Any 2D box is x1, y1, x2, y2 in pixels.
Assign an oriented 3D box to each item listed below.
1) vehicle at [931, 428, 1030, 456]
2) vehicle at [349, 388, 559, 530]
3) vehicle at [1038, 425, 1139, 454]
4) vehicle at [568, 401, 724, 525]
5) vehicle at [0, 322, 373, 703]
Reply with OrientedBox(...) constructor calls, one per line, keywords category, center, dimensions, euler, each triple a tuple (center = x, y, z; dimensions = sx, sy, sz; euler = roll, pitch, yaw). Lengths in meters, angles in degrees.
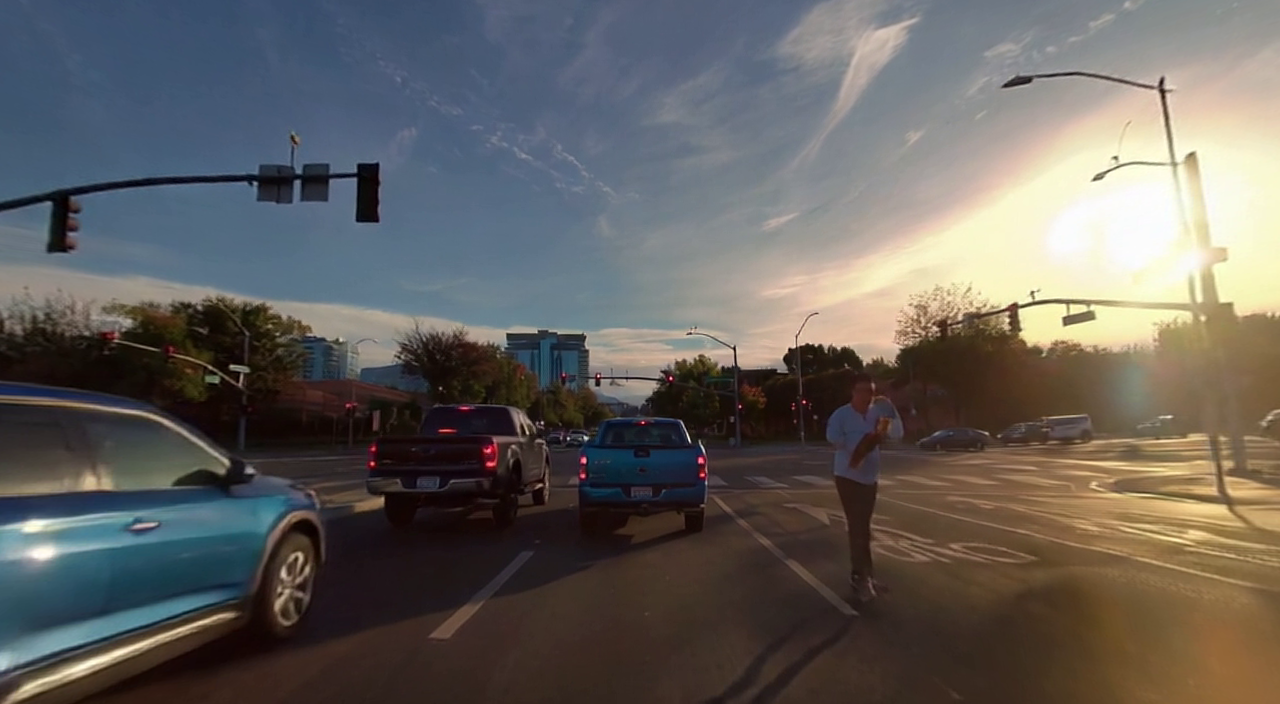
OrientedBox(category="vehicle", center=(19.560, 5.193, 36.207), dimensions=(4.624, 1.601, 1.871), euler=(0, -8, -3))
OrientedBox(category="vehicle", center=(-2.846, 1.813, 11.040), dimensions=(2.220, 1.926, 4.870), euler=(0, -8, -1))
OrientedBox(category="vehicle", center=(28.213, 5.535, 39.598), dimensions=(4.849, 1.759, 2.041), euler=(0, -8, -2))
OrientedBox(category="vehicle", center=(0.039, 1.914, 11.306), dimensions=(2.204, 1.738, 4.690), euler=(0, -8, -1))
OrientedBox(category="vehicle", center=(-3.311, 0.867, 3.050), dimensions=(2.006, 1.707, 4.448), euler=(0, -8, 1))
